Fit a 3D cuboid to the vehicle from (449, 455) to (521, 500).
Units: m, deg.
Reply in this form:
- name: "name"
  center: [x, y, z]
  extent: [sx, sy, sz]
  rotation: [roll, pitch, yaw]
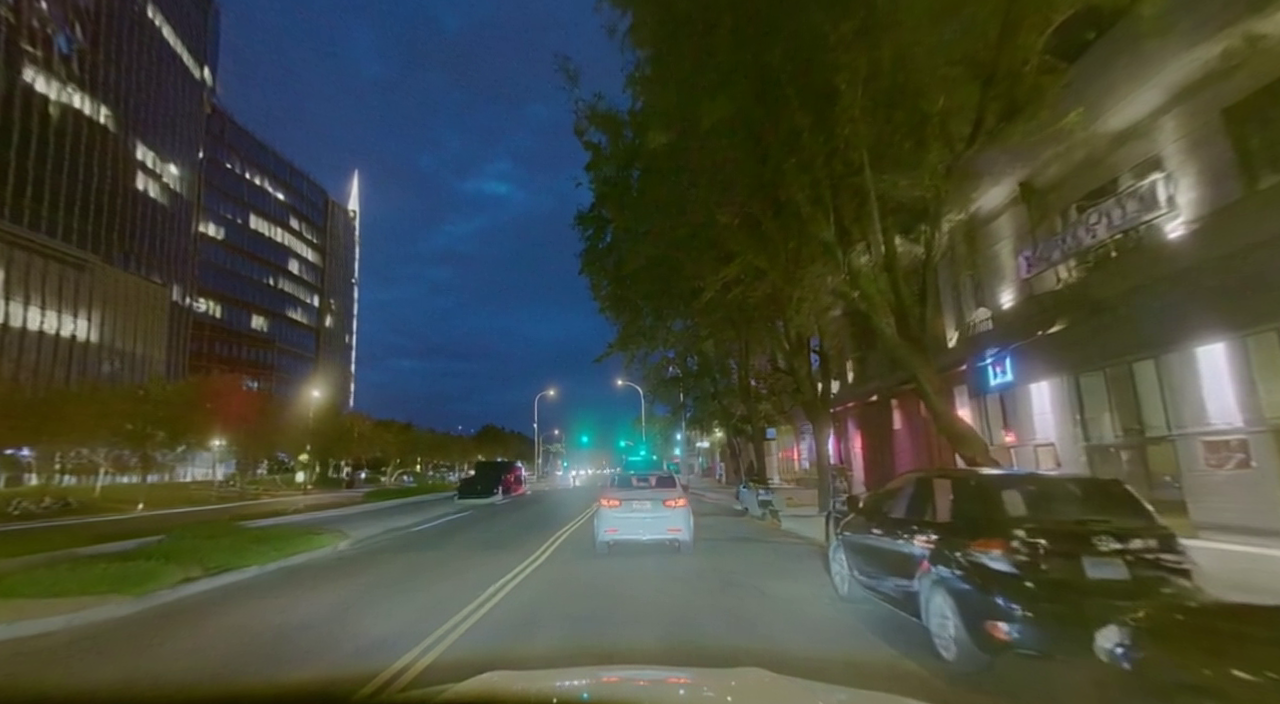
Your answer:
- name: "vehicle"
  center: [-6.634, 5.503, 27.360]
  extent: [2.024, 1.654, 4.396]
  rotation: [-3, -12, -1]

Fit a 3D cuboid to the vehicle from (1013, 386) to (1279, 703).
- name: "vehicle"
  center: [2.666, 0.742, 0.855]
  extent: [1.884, 1.566, 4.018]
  rotation: [0, -10, 1]

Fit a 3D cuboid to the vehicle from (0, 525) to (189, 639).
- name: "vehicle"
  center: [-6.858, 2.153, 5.545]
  extent: [2.223, 0.774, 4.789]
  rotation: [1, -10, 1]

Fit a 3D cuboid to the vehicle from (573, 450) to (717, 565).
- name: "vehicle"
  center: [0.054, 2.538, 10.777]
  extent: [2.018, 1.583, 3.646]
  rotation: [1, -10, -1]
